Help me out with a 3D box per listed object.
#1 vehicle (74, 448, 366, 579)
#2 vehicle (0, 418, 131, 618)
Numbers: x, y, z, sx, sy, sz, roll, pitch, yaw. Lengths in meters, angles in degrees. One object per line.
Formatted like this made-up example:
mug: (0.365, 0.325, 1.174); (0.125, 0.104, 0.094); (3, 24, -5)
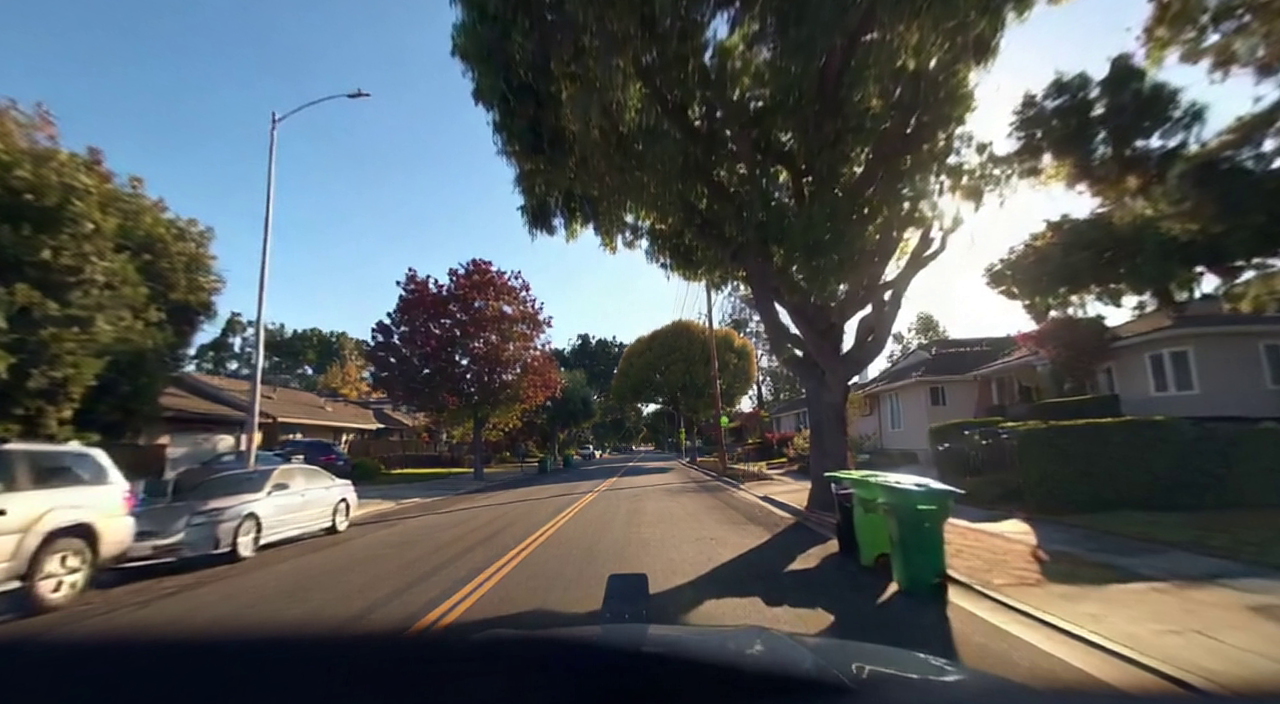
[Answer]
vehicle: (-6.445, 2.447, 10.431); (1.880, 1.458, 4.292); (-4, -7, 1)
vehicle: (-6.587, 1.438, 4.644); (1.890, 1.723, 4.539); (-6, -7, 1)
